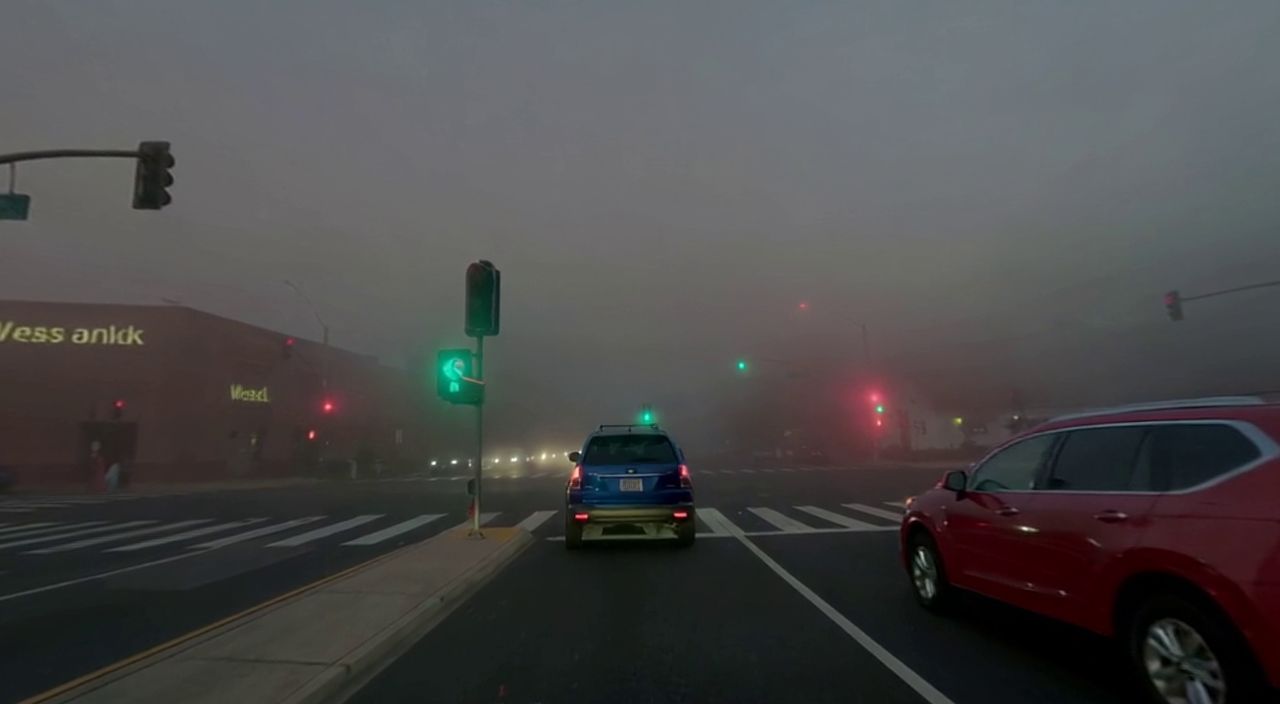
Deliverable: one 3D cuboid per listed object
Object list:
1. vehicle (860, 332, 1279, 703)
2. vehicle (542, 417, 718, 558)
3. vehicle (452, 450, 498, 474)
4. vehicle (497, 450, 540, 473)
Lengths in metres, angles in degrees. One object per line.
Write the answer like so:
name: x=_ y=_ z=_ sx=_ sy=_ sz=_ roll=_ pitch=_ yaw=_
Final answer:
vehicle: x=3.212 y=1.046 z=3.972 sx=2.040 sy=1.674 sz=4.455 roll=0 pitch=-9 yaw=0
vehicle: x=-0.249 y=2.054 z=10.315 sx=2.238 sy=1.762 sz=4.445 roll=0 pitch=-9 yaw=-3
vehicle: x=-11.844 y=7.917 z=45.574 sx=2.005 sy=1.596 sz=4.342 roll=-1 pitch=-9 yaw=1
vehicle: x=-8.585 y=7.756 z=44.900 sx=2.163 sy=1.529 sz=4.210 roll=-1 pitch=-9 yaw=1
